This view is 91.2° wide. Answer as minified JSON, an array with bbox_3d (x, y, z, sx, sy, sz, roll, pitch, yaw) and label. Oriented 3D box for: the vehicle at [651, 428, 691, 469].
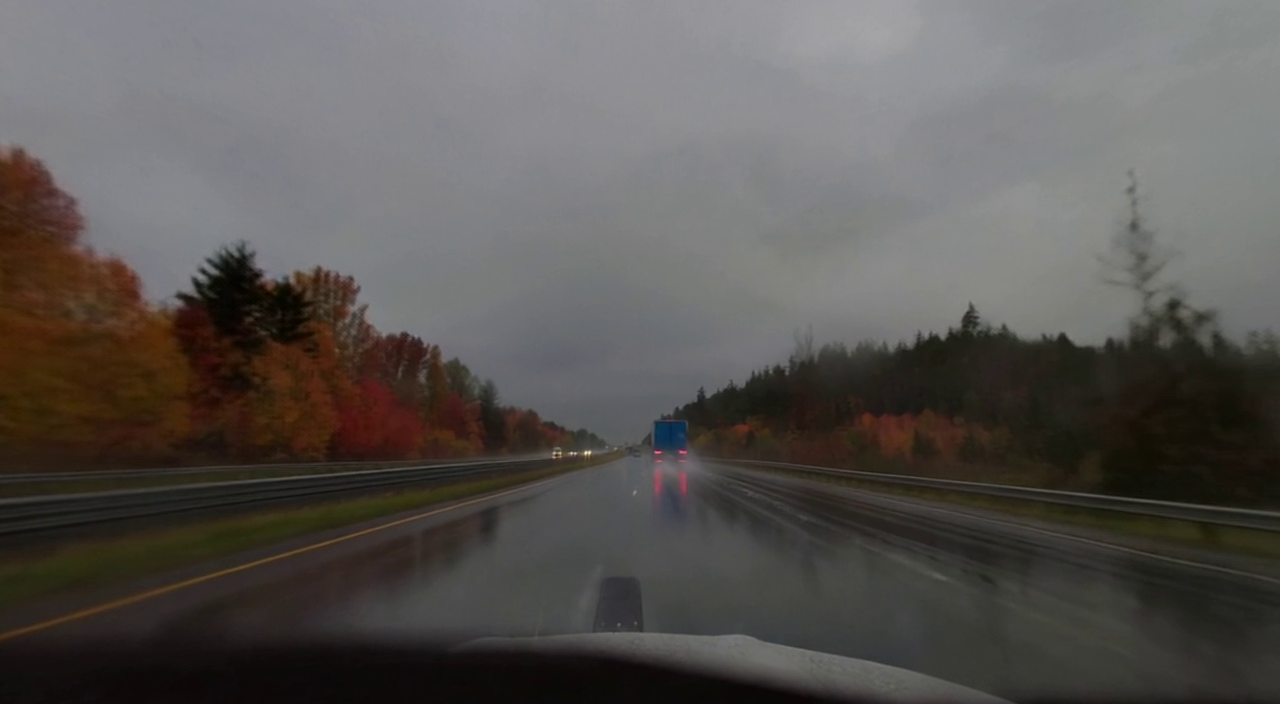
[{"bbox_3d":[2.320,7.578,49.135,2.697,2.980,6.749,0,-9,0],"label":"vehicle"}]
